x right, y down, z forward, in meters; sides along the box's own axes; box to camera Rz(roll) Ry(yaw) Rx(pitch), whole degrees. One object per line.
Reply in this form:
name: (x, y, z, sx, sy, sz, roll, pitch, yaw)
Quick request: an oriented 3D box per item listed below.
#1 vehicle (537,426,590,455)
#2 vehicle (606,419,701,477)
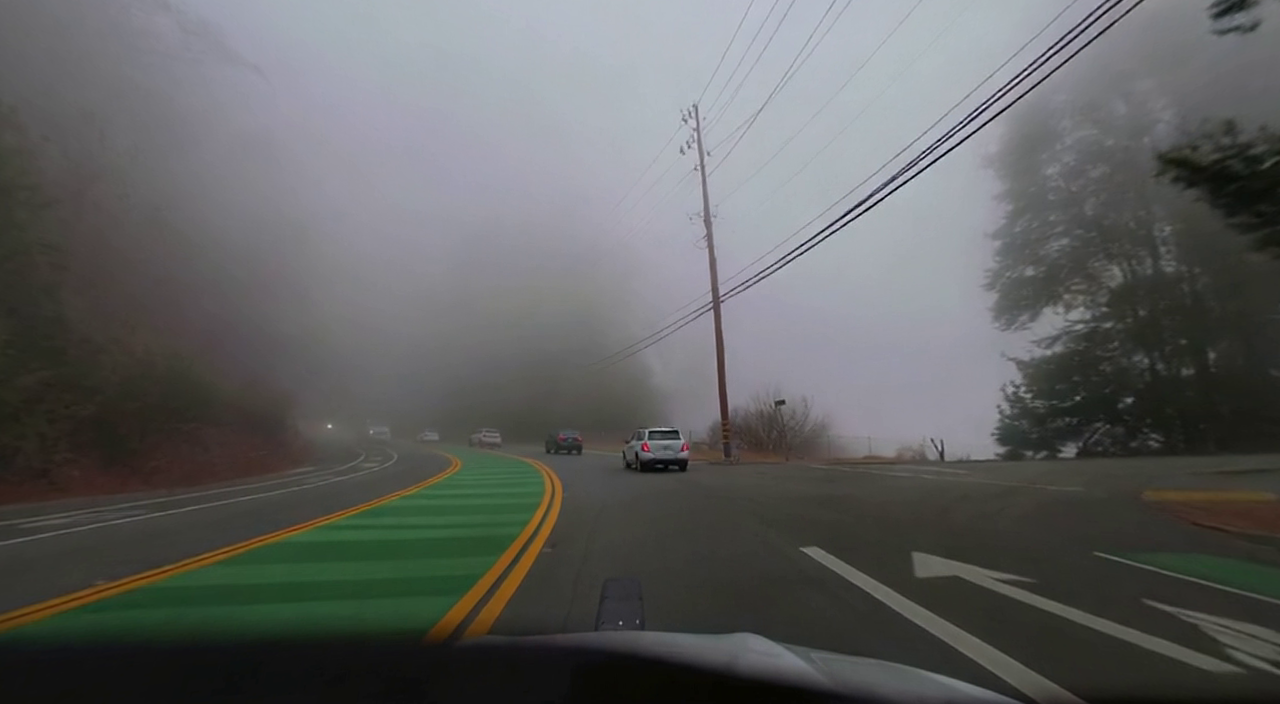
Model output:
vehicle: (-4.866, 5.557, 39.573, 2.075, 1.699, 4.520, 4, -9, -23)
vehicle: (0.326, 3.338, 22.173, 2.140, 1.767, 4.720, 2, -8, -14)
